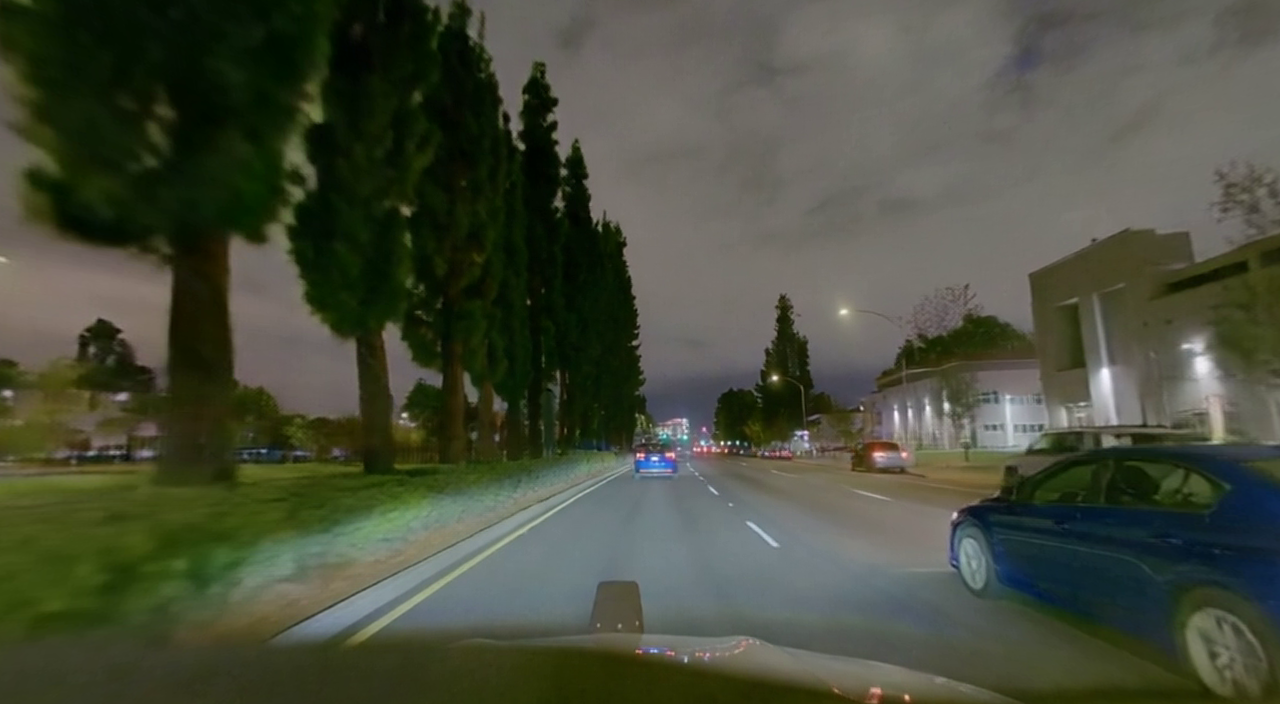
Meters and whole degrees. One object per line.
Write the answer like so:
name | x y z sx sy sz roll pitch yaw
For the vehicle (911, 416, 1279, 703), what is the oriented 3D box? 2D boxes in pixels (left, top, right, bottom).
vehicle | 3.854 1.239 4.465 1.918 1.418 4.360 0 -8 0

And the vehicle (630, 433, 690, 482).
vehicle | 0.719 4.038 24.371 2.085 1.693 4.301 0 -8 0
